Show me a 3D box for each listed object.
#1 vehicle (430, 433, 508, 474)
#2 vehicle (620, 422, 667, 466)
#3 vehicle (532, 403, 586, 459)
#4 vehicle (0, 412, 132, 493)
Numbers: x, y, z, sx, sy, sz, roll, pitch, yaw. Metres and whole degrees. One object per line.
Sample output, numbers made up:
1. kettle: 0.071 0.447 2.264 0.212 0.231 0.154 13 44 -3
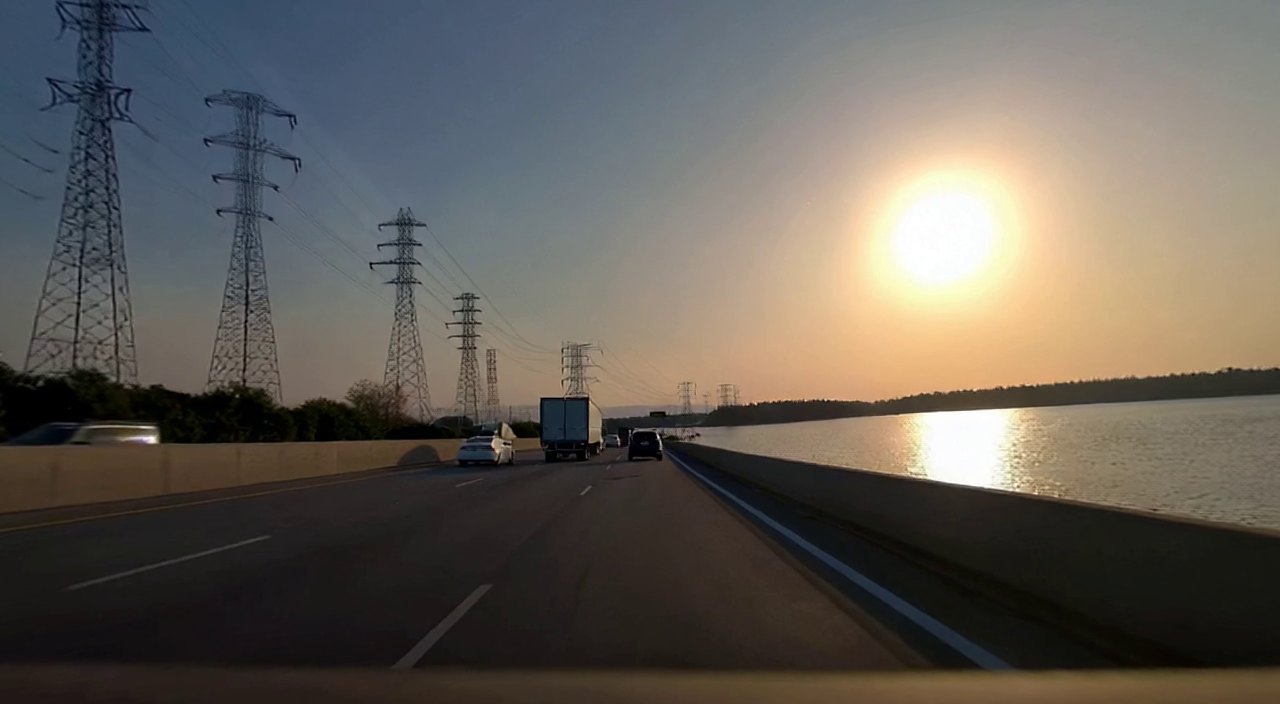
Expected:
1. vehicle: -7.023 4.214 26.461 2.004 1.545 4.513 0 -8 0
2. vehicle: 0.172 4.950 33.890 2.358 2.144 4.713 0 -8 0
3. vehicle: -3.733 3.695 29.499 2.178 2.522 2.054 0 -8 1
4. vehicle: -15.679 2.477 15.649 2.059 1.820 4.860 0 -8 0
